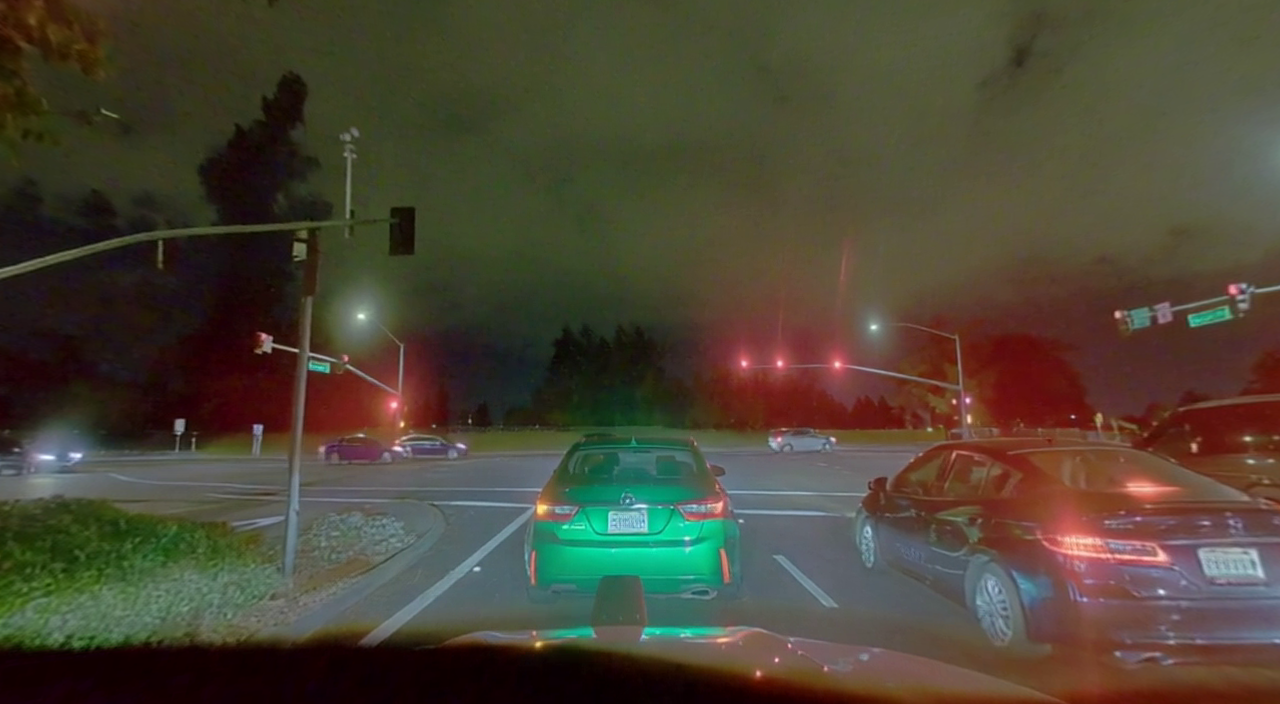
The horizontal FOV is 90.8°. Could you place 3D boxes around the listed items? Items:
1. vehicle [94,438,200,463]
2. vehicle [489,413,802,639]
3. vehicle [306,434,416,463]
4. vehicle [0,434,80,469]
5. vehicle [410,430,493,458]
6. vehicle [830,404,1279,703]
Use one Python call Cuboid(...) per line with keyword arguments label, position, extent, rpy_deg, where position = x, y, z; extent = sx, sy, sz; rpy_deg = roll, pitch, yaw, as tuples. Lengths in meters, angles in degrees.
Cuboid(label="vehicle", position=(-29.280, 5.853, 37.589), extent=(4.828, 1.467, 1.963), rpy_deg=(-1, -9, 6))
Cuboid(label="vehicle", position=(0.039, 1.450, 6.263), extent=(2.026, 1.458, 4.175), rpy_deg=(0, -9, 0))
Cuboid(label="vehicle", position=(-14.651, 5.094, 33.404), extent=(4.869, 1.502, 1.979), rpy_deg=(0, -9, -1))
Cuboid(label="vehicle", position=(-30.485, 4.877, 30.951), extent=(4.517, 1.637, 1.935), rpy_deg=(-1, -9, 7))
Cuboid(label="vehicle", position=(-11.330, 5.599, 38.299), extent=(4.526, 1.649, 1.920), rpy_deg=(1, -9, -10))
Cuboid(label="vehicle", position=(3.097, 1.293, 4.950), extent=(1.861, 1.479, 4.371), rpy_deg=(0, -8, 0))
